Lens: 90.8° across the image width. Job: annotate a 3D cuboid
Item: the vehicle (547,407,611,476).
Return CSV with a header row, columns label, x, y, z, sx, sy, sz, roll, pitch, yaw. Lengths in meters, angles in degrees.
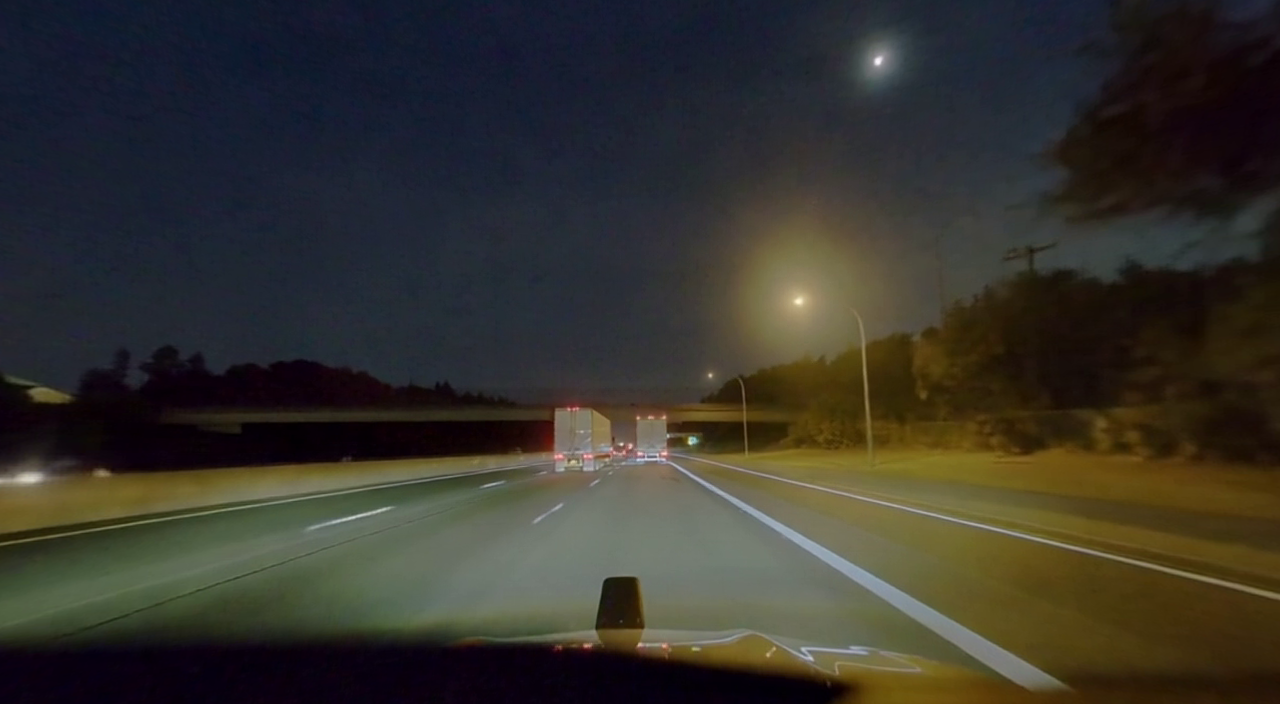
label,x,y,z,sx,sy,sz,roll,pitch,yaw
vehicle,-3.079,4.836,33.783,2.696,3.266,7.062,0,-9,0
